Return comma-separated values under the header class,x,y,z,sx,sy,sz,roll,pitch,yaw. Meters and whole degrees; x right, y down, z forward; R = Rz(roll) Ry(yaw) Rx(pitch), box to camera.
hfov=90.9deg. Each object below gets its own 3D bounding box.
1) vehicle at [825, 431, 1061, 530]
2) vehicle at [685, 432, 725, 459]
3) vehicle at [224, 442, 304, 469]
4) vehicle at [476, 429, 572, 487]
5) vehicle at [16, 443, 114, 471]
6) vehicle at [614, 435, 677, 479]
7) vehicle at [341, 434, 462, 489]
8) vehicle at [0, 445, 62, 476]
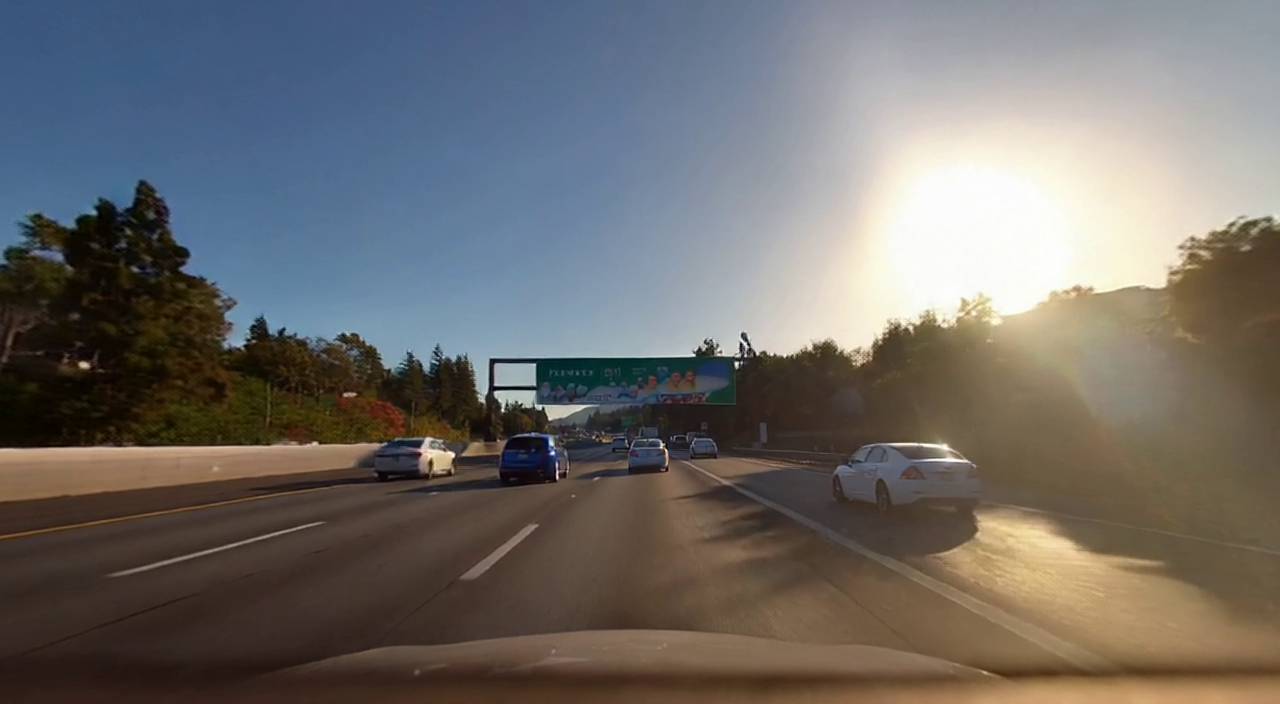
class,x,y,z,sx,sy,sz,roll,pitch,yaw
vehicle,5.142,2.231,11.568,2.030,1.442,4.358,0,-8,-2
vehicle,4.529,6.631,44.824,2.261,1.781,4.709,0,-8,-1
vehicle,-21.604,5.965,36.475,1.832,1.460,4.430,0,-8,1
vehicle,-3.487,3.316,20.023,1.927,1.586,5.142,0,-8,1
vehicle,-36.484,6.636,40.192,1.945,1.634,4.540,0,-8,0
vehicle,0.197,3.842,23.260,2.113,1.464,4.073,0,-8,0
vehicle,-7.199,3.331,19.584,1.932,1.497,4.458,0,-8,1
vehicle,-32.865,5.543,32.478,1.807,1.530,4.546,0,-8,0
